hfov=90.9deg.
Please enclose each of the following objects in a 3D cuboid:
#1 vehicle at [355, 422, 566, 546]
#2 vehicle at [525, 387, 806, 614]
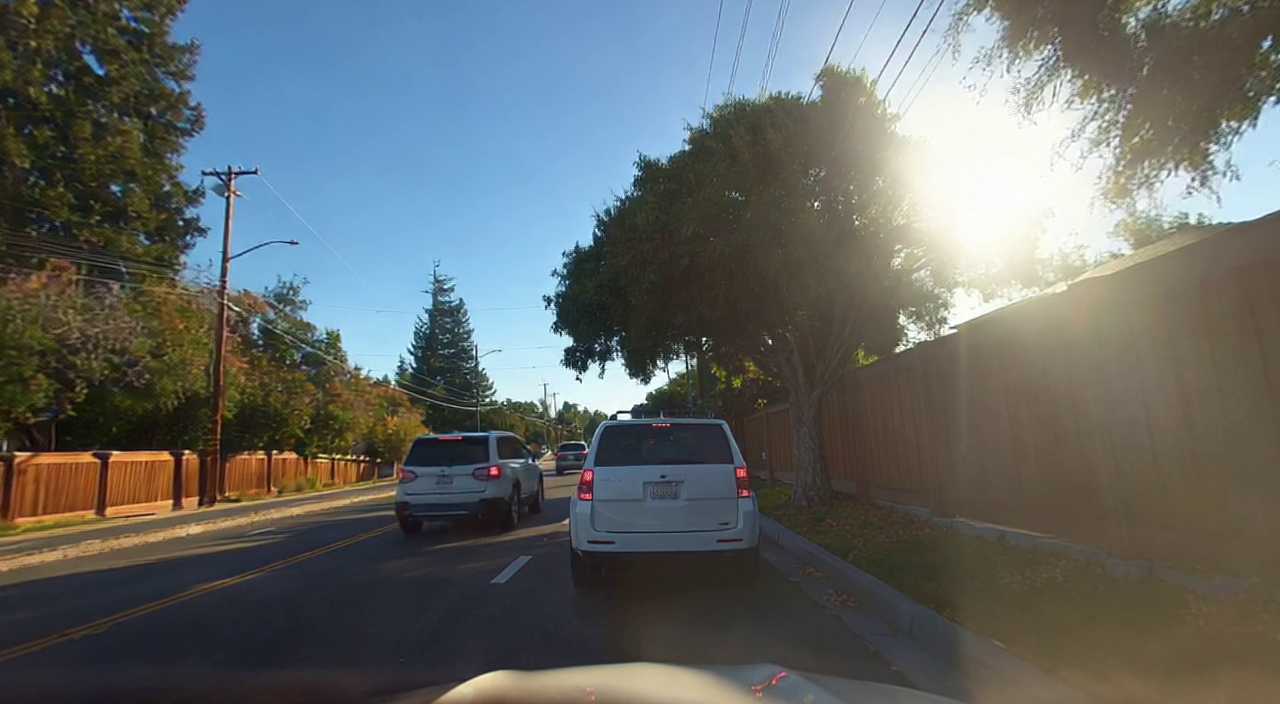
[{"bbox_3d":[-2.716,2.144,10.942,2.176,1.653,4.666,0,-9,2],"label":"vehicle"},{"bbox_3d":[0.195,1.461,7.028,2.174,1.749,4.113,0,-9,0],"label":"vehicle"}]
